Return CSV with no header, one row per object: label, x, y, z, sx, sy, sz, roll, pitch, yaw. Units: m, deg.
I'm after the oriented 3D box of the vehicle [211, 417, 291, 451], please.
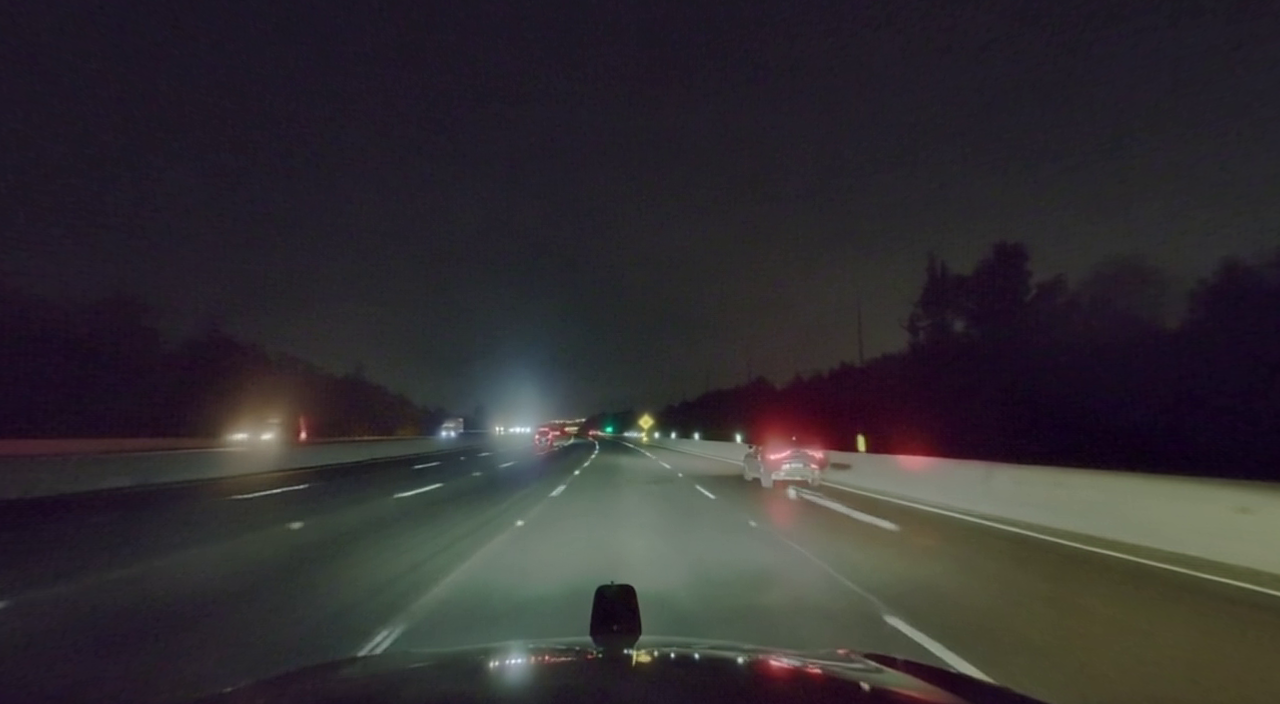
vehicle,-30.178,6.393,49.117,2.442,2.453,6.168,0,-8,-2
